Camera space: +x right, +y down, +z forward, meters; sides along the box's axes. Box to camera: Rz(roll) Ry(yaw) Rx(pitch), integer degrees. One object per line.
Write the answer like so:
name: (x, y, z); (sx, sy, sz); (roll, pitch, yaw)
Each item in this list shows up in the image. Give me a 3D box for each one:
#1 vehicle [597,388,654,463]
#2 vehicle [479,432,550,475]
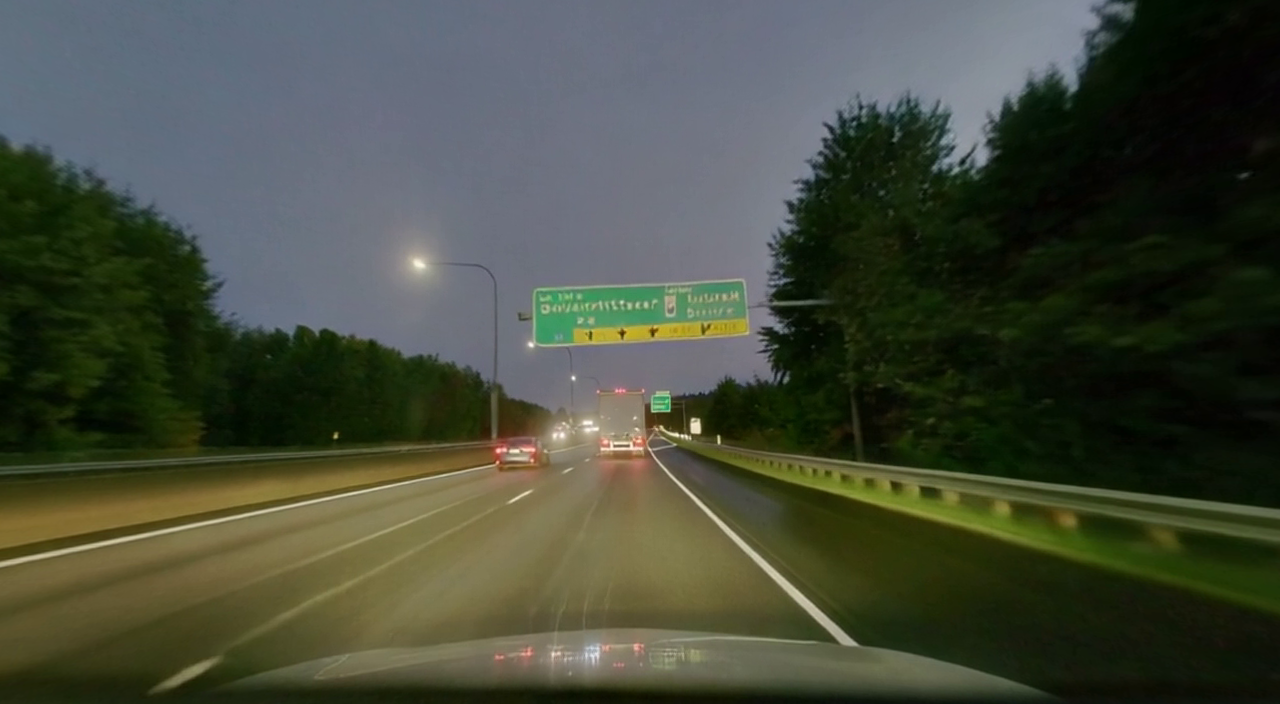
vehicle: (-0.851, 4.228, 35.734); (2.855, 3.741, 8.587); (0, -8, -2)
vehicle: (-4.742, 3.873, 24.375); (1.931, 1.479, 4.083); (0, -8, -1)
